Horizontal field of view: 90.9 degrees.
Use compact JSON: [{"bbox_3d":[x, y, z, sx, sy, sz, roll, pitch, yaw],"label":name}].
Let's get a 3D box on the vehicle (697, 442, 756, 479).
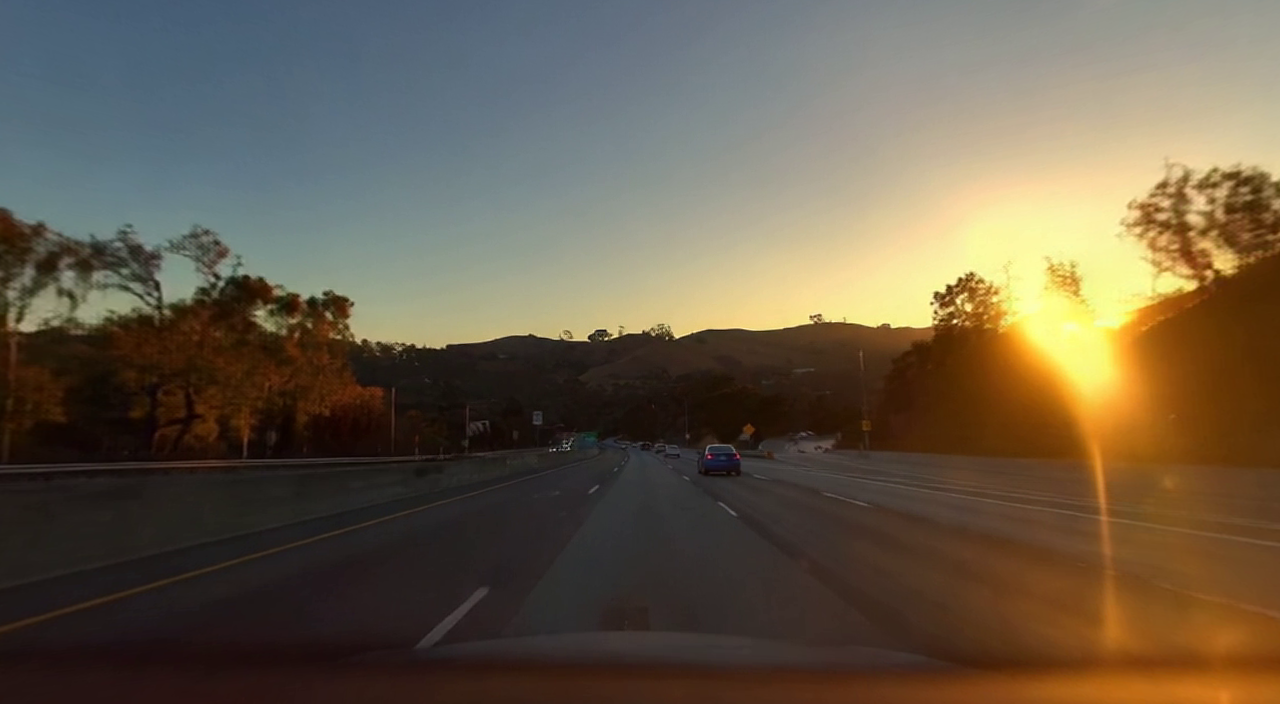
[{"bbox_3d":[3.667,4.669,27.515,1.916,1.469,4.481,0,-8,-1],"label":"vehicle"}]
